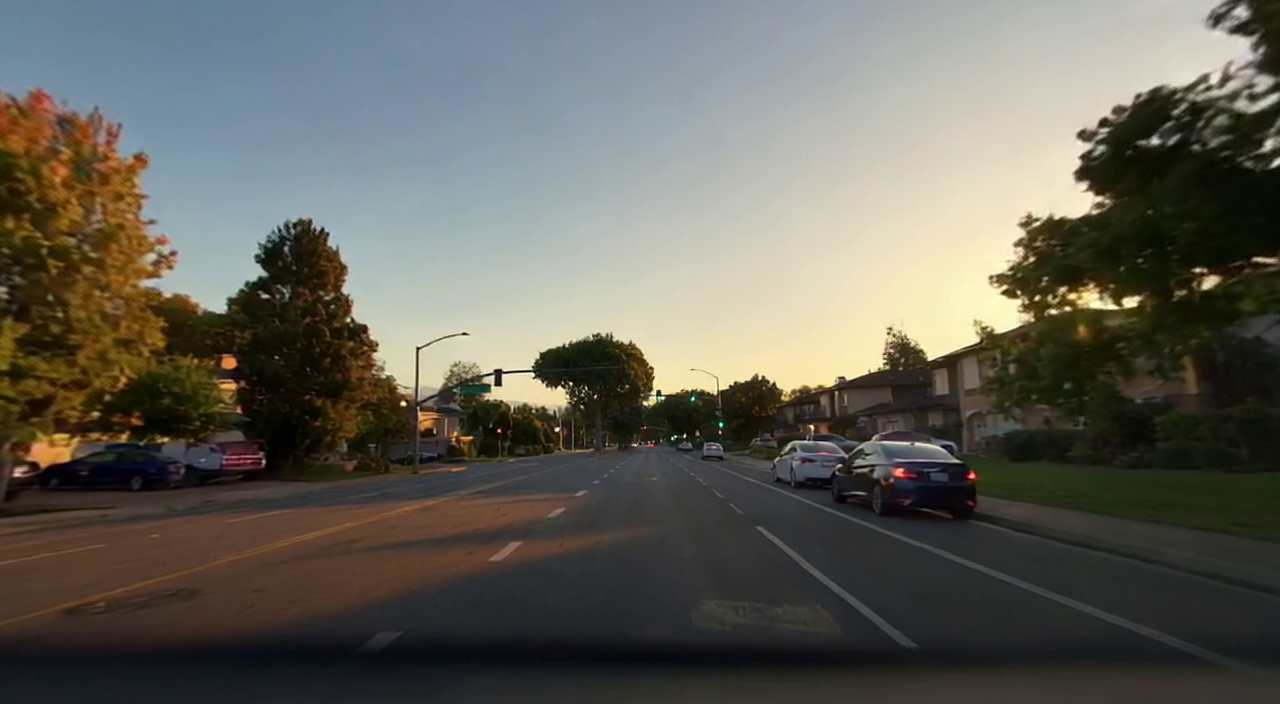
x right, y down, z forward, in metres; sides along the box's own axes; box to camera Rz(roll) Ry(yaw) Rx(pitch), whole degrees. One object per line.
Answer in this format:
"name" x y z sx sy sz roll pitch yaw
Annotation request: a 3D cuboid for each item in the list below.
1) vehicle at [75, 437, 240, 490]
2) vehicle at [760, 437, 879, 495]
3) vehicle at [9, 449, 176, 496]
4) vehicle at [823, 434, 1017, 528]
"vehicle" -19.525 4.509 25.666 4.852 2.017 2.342 -1 -9 4
"vehicle" 5.234 3.375 19.158 1.997 1.521 4.747 0 -9 -3
"vehicle" -19.325 4.254 22.406 4.145 1.555 1.901 0 -8 1
"vehicle" 5.116 2.393 12.262 1.895 1.487 4.176 0 -9 1
